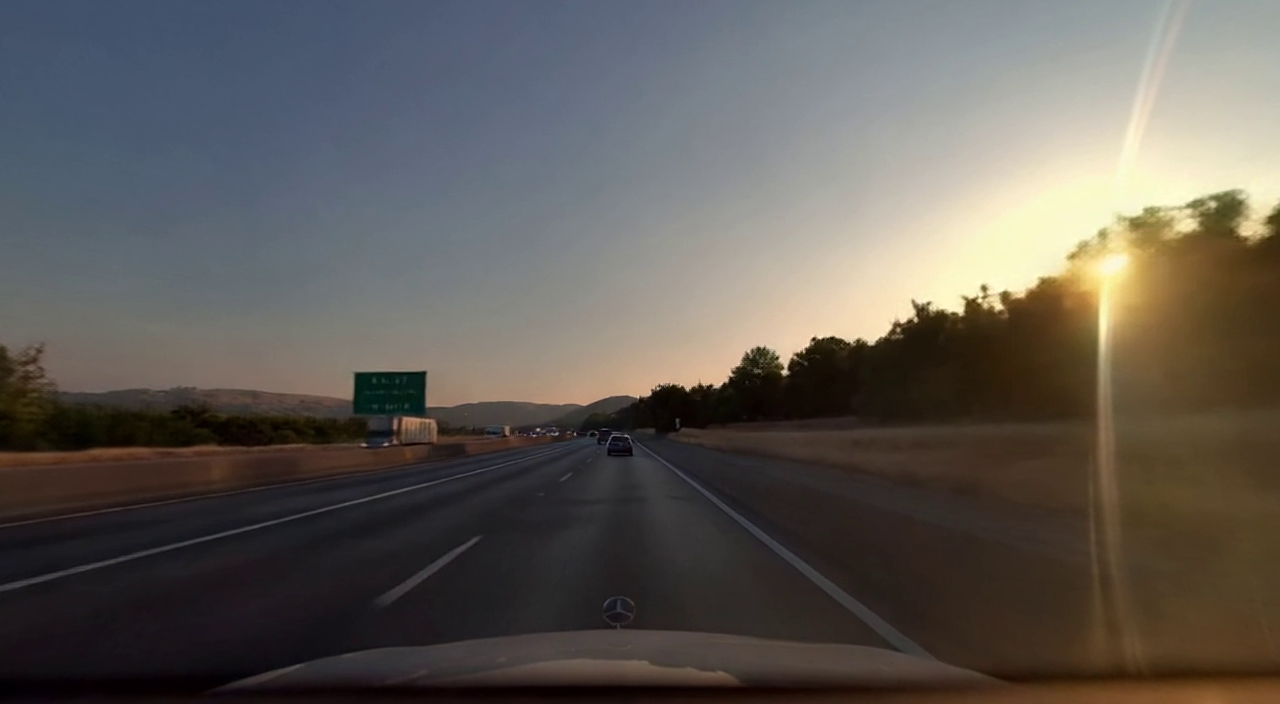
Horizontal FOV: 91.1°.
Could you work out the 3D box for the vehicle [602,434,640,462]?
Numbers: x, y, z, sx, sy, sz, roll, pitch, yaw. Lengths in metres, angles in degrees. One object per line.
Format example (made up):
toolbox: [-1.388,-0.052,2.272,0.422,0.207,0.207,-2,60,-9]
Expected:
vehicle: [-1.048,5.266,34.712,1.948,1.470,3.913,0,-8,-2]
